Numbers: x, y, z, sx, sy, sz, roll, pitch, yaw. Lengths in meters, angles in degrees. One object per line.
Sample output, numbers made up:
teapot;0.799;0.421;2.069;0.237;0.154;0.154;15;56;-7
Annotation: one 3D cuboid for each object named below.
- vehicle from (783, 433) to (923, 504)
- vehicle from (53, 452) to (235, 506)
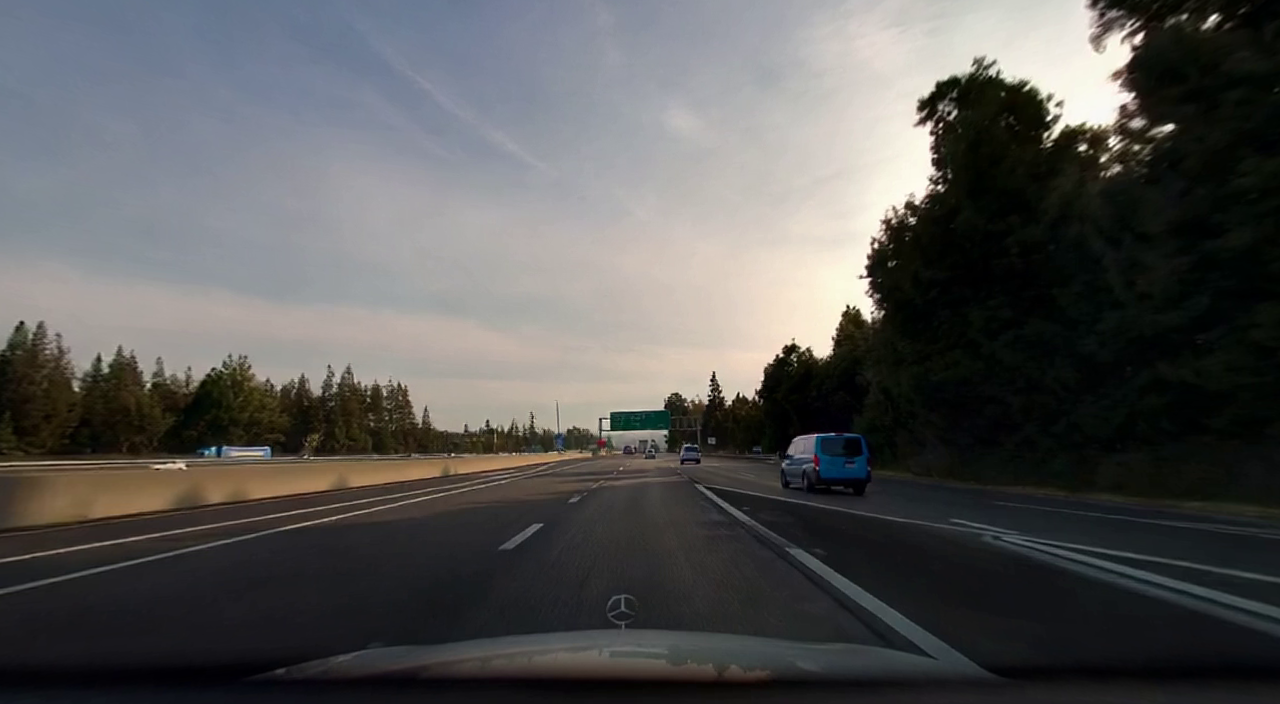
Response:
vehicle;6.032;3.343;18.519;1.971;1.795;4.389;2;-9;-10
vehicle;-15.279;3.898;19.850;1.903;1.486;4.666;0;-9;1
